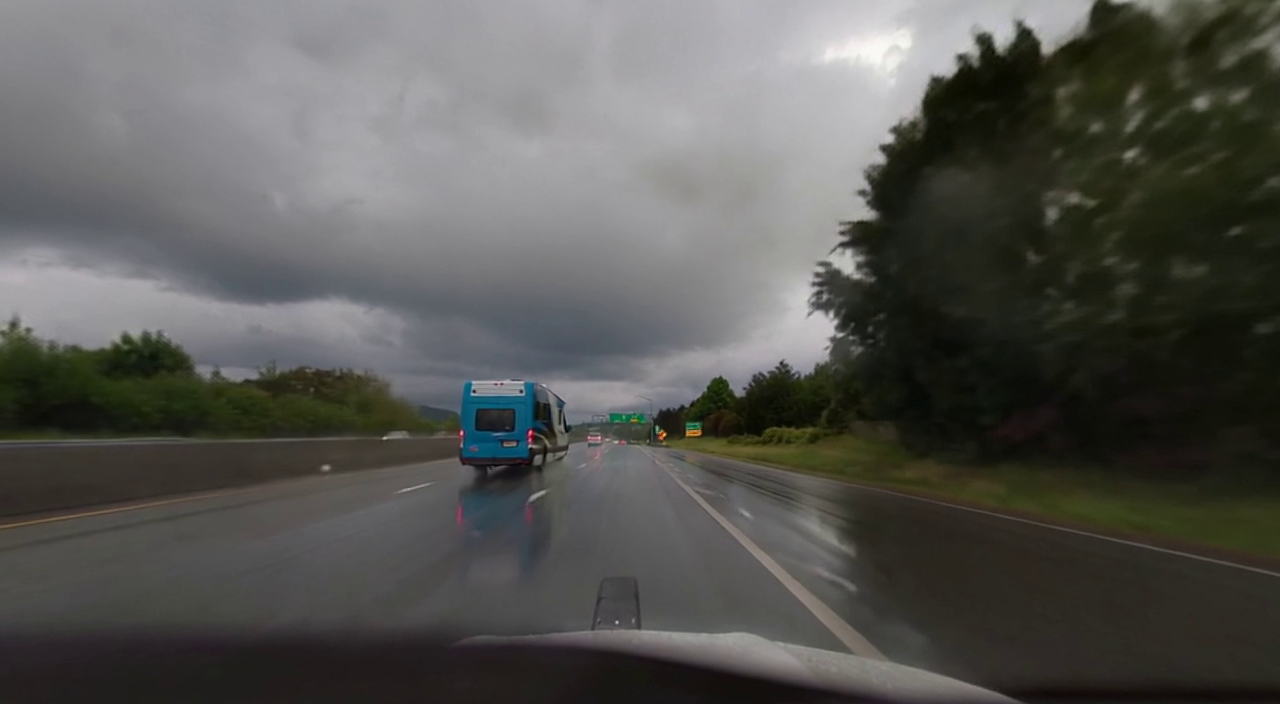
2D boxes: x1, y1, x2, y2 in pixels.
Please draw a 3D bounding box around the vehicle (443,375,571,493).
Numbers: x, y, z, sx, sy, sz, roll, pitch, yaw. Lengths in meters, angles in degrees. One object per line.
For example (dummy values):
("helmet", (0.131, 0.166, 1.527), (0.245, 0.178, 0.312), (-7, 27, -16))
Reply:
("vehicle", (-4.082, 2.730, 21.187), (2.676, 3.269, 7.388), (0, -7, 0))
